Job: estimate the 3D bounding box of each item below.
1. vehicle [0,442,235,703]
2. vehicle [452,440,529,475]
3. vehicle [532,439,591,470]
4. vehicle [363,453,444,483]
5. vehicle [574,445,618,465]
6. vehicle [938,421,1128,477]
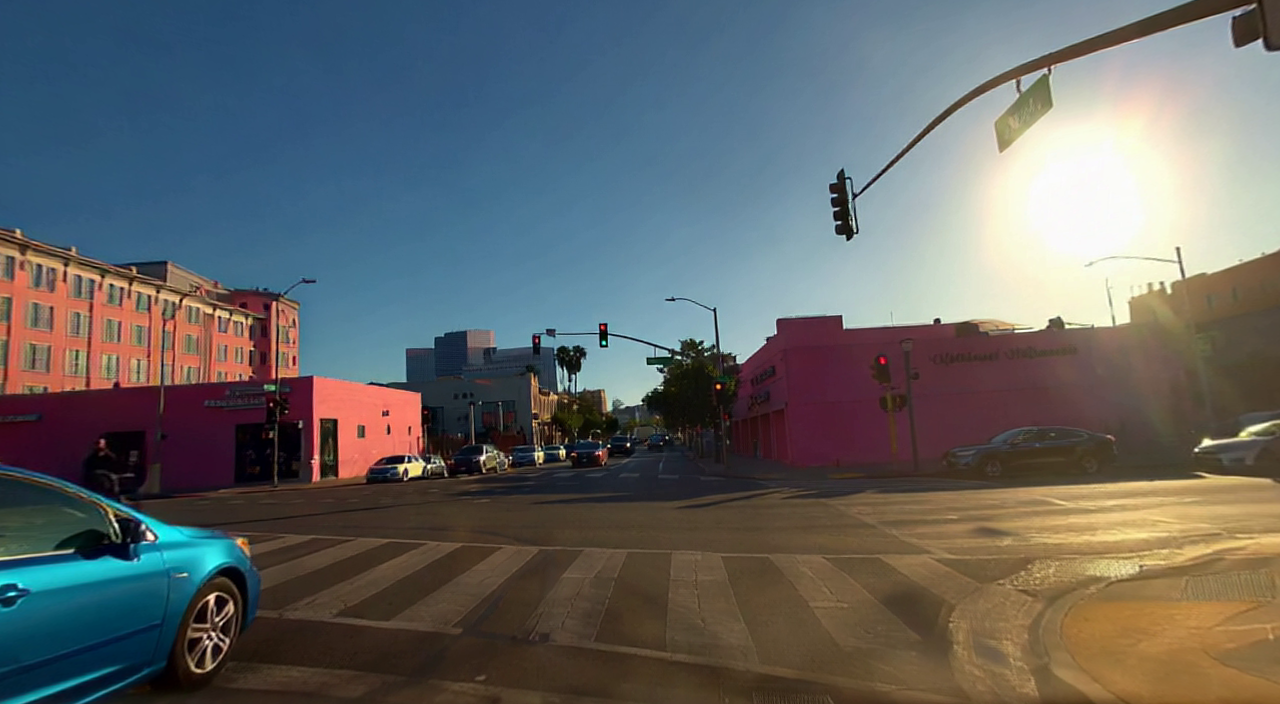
[{"bbox_3d":[-3.693,0.970,2.153,1.759,1.325,4.295,0,-9,0],"label":"vehicle"},{"bbox_3d":[-8.405,5.980,36.032,2.152,1.825,5.406,-2,-9,12],"label":"vehicle"},{"bbox_3d":[-4.508,5.979,36.858,1.928,1.647,4.575,-2,-9,13],"label":"vehicle"},{"bbox_3d":[-12.592,6.167,33.852,1.976,1.425,4.567,-1,-9,9],"label":"vehicle"},{"bbox_3d":[-3.023,7.190,44.129,1.743,1.362,4.350,-2,-9,14],"label":"vehicle"},{"bbox_3d":[11.566,2.892,18.801,4.355,1.546,1.820,-1,-9,6],"label":"vehicle"}]
